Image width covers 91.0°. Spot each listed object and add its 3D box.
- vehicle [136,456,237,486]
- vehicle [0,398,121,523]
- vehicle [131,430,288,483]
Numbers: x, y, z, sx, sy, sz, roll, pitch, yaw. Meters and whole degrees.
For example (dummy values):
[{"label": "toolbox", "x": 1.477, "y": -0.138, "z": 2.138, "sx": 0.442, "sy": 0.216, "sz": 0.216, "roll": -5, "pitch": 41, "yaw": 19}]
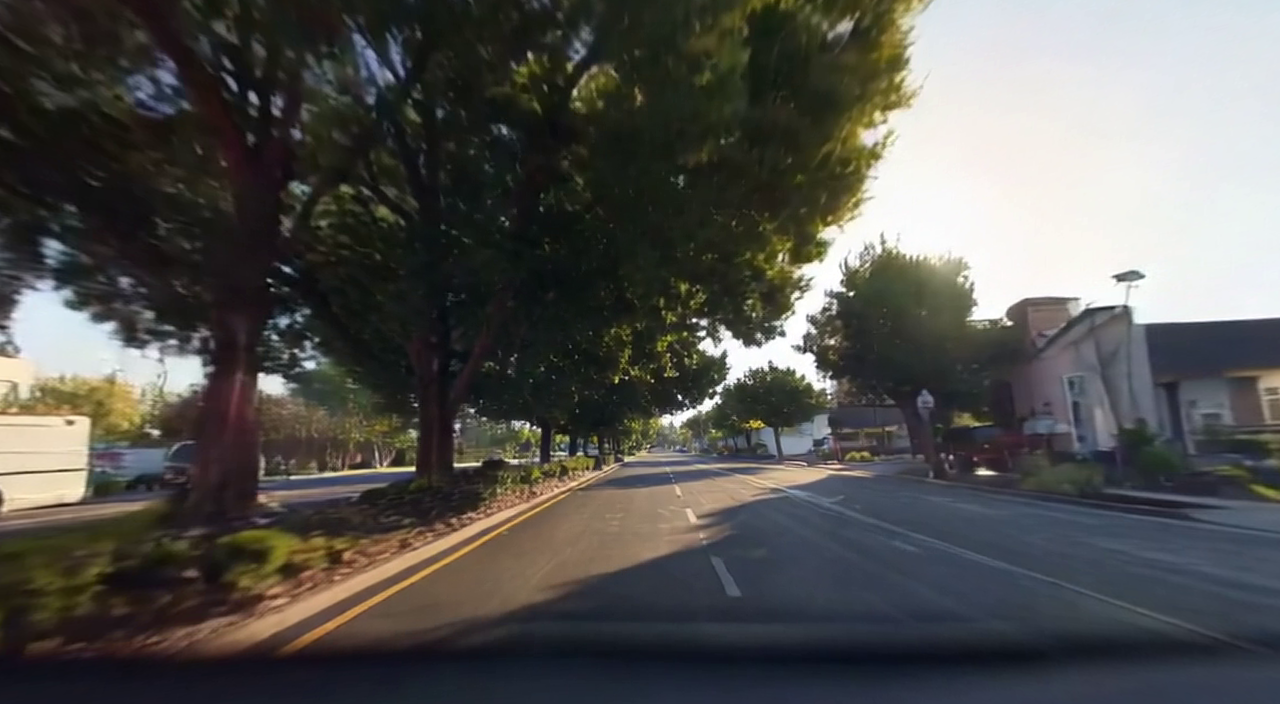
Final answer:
[{"label": "vehicle", "x": -25.499, "y": 6.658, "z": 35.501, "sx": 1.880, "sy": 1.341, "sz": 4.090, "roll": -1, "pitch": -7, "yaw": 33}, {"label": "vehicle", "x": -19.528, "y": 2.884, "z": 16.608, "sx": 2.898, "sy": 3.487, "sz": 9.955, "roll": 0, "pitch": -9, "yaw": 1}, {"label": "vehicle", "x": -28.250, "y": 6.902, "z": 41.535, "sx": 8.606, "sy": 2.952, "sz": 2.752, "roll": -4, "pitch": -9, "yaw": 5}]
